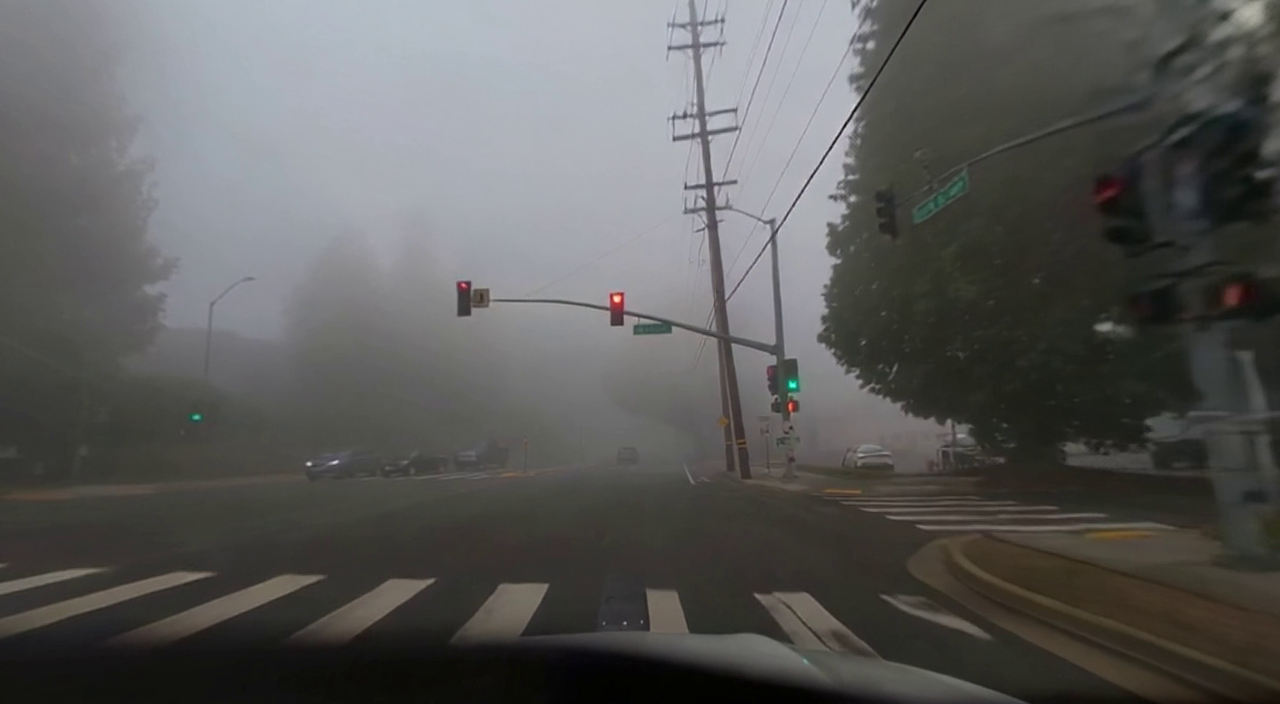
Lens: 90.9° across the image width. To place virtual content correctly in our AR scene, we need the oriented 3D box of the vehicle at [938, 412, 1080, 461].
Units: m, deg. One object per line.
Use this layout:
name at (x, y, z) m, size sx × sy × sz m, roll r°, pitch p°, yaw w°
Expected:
vehicle at (19.080, 4.496, 32.951) m, size 2.609 × 2.332 × 5.734 m, roll 4°, pitch -10°, yaw -26°

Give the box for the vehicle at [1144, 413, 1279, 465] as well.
vehicle at (25.758, 3.724, 26.780) m, size 2.370 × 2.038 × 6.186 m, roll 4°, pitch -9°, yaw -24°

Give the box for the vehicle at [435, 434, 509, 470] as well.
vehicle at (-11.538, 6.922, 43.832) m, size 2.798 × 2.249 × 6.296 m, roll -1°, pitch -8°, yaw 6°

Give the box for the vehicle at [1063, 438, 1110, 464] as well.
vehicle at (29.454, 6.513, 41.667) m, size 1.740 × 1.414 × 3.875 m, roll -6°, pitch -7°, yaw 25°

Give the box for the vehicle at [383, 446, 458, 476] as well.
vehicle at (-12.054, 6.017, 34.985) m, size 2.090 × 1.519 × 4.919 m, roll -1°, pitch -8°, yaw 4°

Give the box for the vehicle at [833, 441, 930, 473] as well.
vehicle at (12.821, 5.557, 33.809) m, size 1.897 × 1.532 × 4.694 m, roll 3°, pitch -9°, yaw -27°

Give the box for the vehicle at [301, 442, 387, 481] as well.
vehicle at (-15.527, 5.758, 33.406) m, size 2.112 × 1.880 × 4.479 m, roll -1°, pitch -8°, yaw 4°
